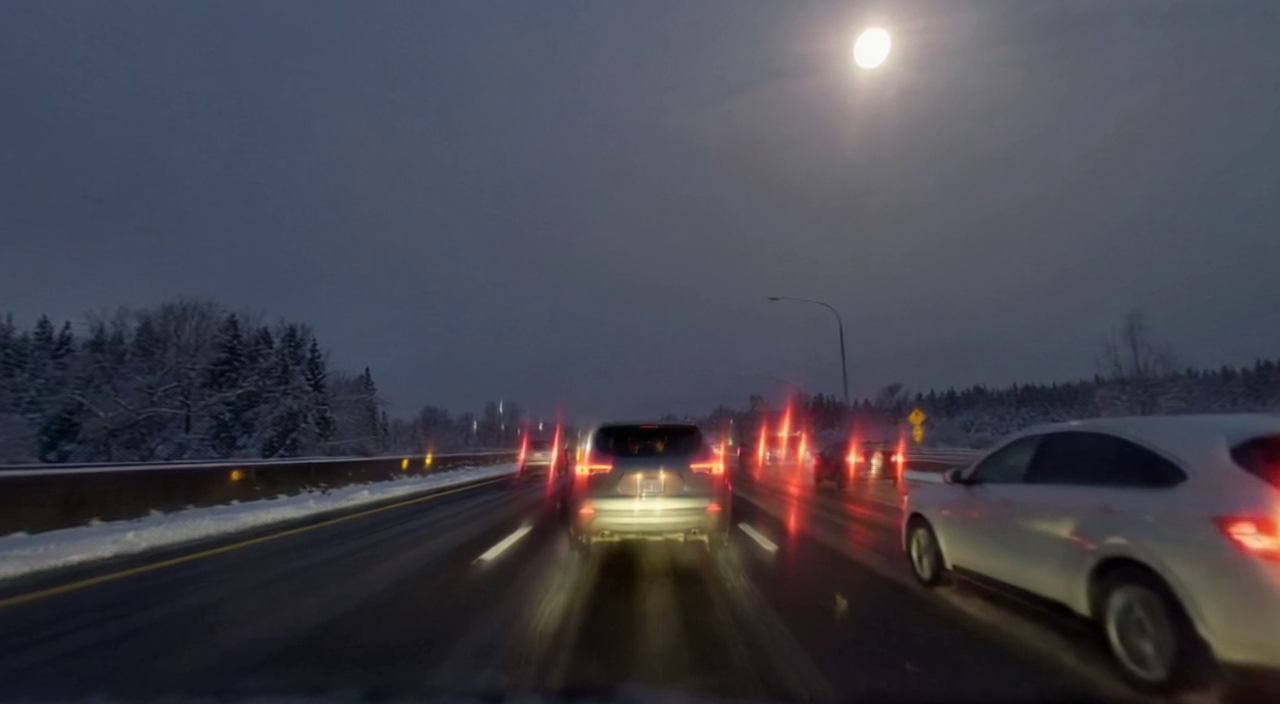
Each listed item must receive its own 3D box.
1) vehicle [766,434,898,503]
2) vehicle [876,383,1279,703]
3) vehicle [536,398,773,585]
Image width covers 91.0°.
[{"bbox_3d":[5.121,3.167,17.536,1.972,1.647,4.429,1,-9,-4],"label":"vehicle"},{"bbox_3d":[3.389,1.155,4.013,2.028,1.534,4.691,0,-9,1],"label":"vehicle"},{"bbox_3d":[0.026,1.620,7.997,2.230,1.740,3.976,1,-9,-3],"label":"vehicle"}]
